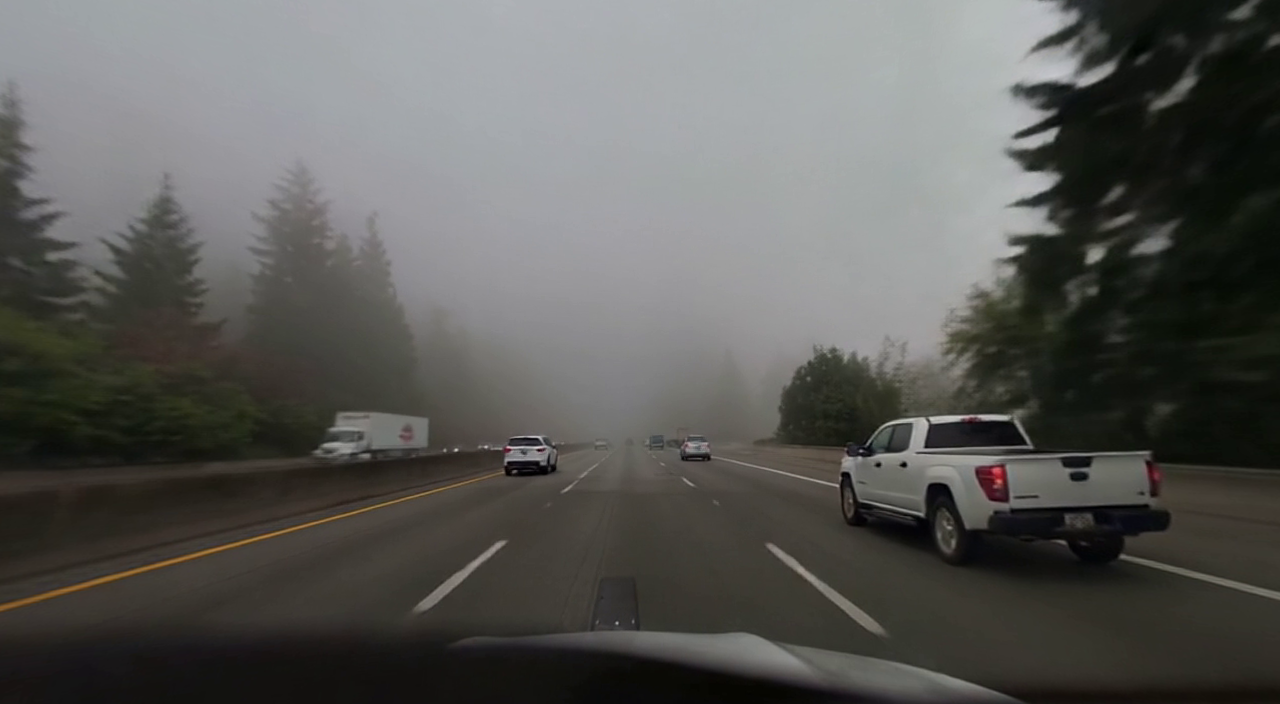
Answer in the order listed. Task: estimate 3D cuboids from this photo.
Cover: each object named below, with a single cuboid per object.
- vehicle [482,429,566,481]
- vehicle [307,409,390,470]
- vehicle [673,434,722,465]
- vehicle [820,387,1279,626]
[{"bbox_3d":[-3.878,3.532,22.027,2.011,1.614,4.808,0,-8,0],"label":"vehicle"},{"bbox_3d":[-19.989,6.042,43.702,2.967,3.876,5.923,0,-8,-2],"label":"vehicle"},{"bbox_3d":[2.836,4.894,31.912,1.990,1.480,3.865,0,-8,-2],"label":"vehicle"},{"bbox_3d":[3.672,1.379,6.790,1.949,1.639,4.748,0,-8,-1],"label":"vehicle"}]
